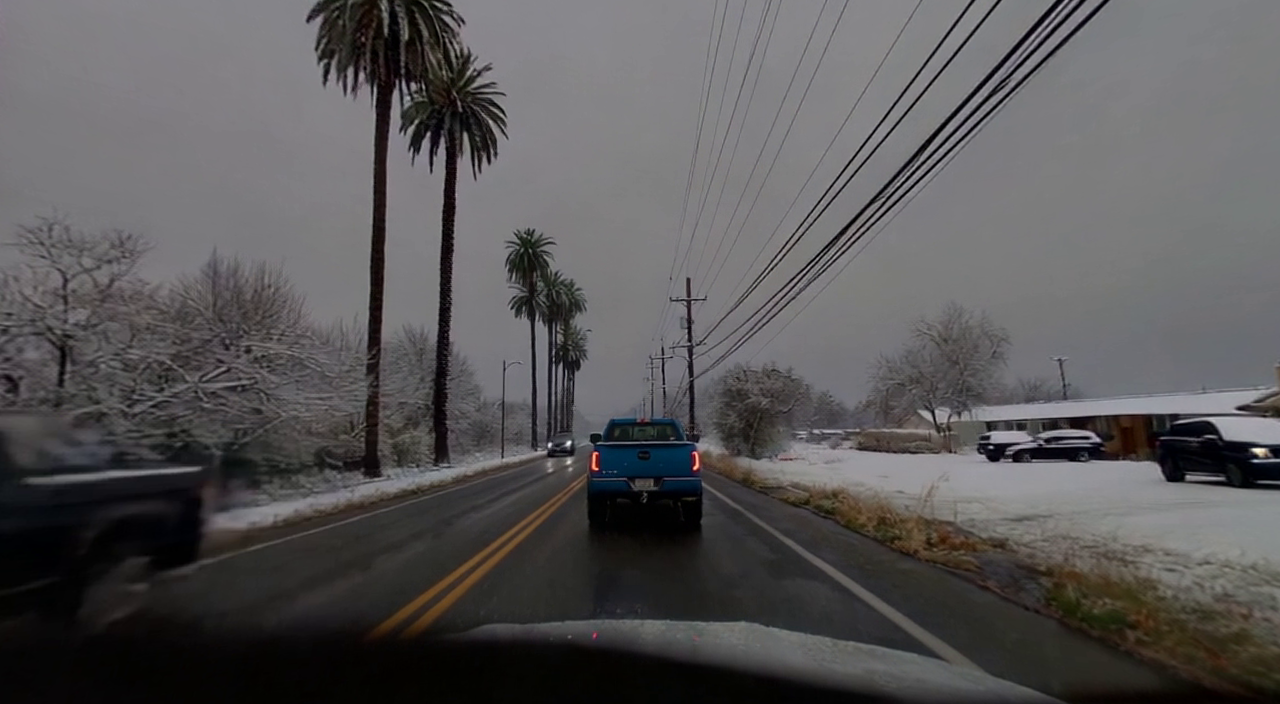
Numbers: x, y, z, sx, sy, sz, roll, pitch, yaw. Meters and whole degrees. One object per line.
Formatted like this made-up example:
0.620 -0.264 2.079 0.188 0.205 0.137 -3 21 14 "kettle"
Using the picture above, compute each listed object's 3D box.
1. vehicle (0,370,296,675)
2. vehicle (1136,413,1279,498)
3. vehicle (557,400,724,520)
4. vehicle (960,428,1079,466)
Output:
-4.970 1.107 4.341 2.271 1.798 5.412 0 -8 -1 "vehicle"
16.115 2.765 17.112 2.338 1.917 6.076 -3 -9 20 "vehicle"
0.017 2.293 13.880 2.848 2.047 5.885 0 -8 0 "vehicle"
20.350 5.158 34.376 2.277 1.836 6.267 0 -9 -4 "vehicle"
